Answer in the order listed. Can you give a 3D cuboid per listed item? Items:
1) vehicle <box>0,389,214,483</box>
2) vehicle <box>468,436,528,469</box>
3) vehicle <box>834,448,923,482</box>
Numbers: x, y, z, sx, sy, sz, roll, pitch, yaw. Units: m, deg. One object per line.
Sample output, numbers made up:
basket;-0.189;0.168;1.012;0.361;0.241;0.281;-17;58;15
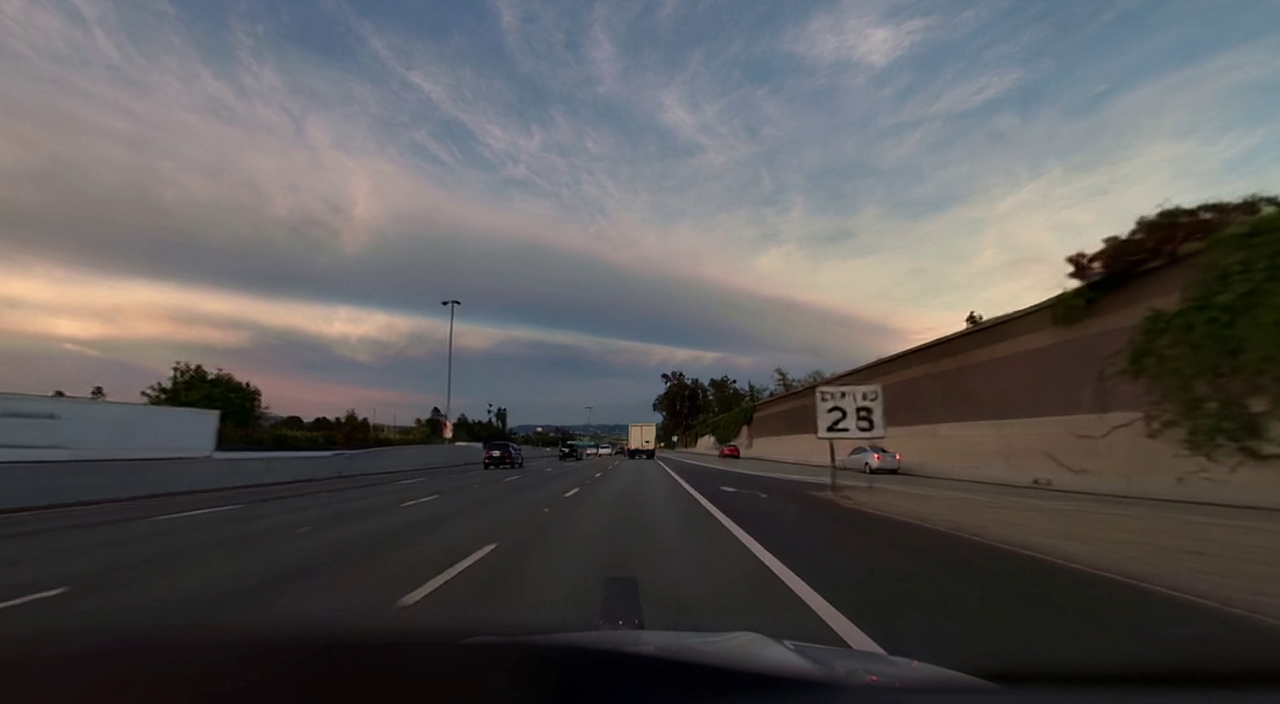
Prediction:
vehicle;-29.472;4.595;33.470;3.033;4.087;15.130;0;-9;0
vehicle;-9.790;7.017;44.136;2.571;2.169;6.443;0;-9;1
vehicle;11.318;5.374;30.297;2.075;1.510;4.569;1;-9;-7
